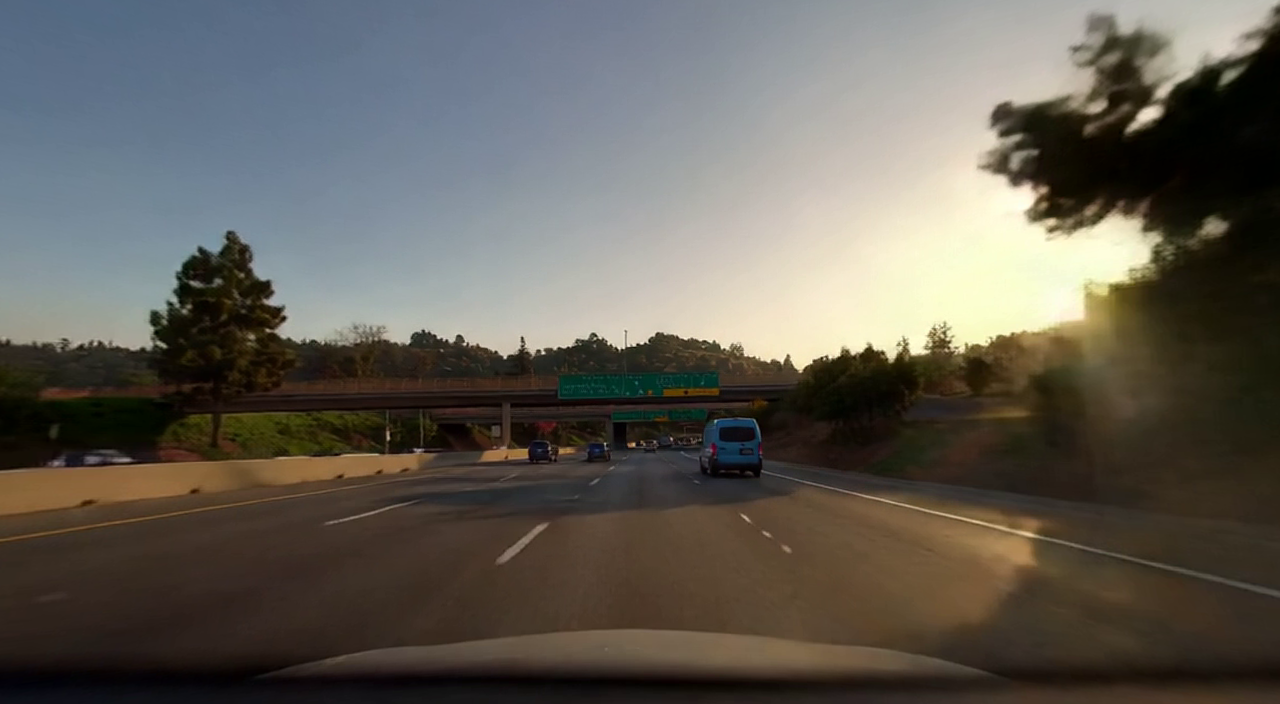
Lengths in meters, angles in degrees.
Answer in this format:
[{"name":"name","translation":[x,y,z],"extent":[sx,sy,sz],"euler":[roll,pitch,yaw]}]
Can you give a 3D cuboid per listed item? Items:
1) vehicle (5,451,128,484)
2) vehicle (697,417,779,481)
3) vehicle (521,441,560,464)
[{"name":"vehicle","translation":[-32.779,6.581,36.319],"extent":[1.984,1.711,5.368],"euler":[-1,-8,1]},{"name":"vehicle","translation":[3.764,3.881,25.356],"extent":[2.347,2.234,5.352],"euler":[0,-8,-1]},{"name":"vehicle","translation":[-7.306,7.418,46.770],"extent":[2.068,1.632,4.623],"euler":[-1,-8,1]}]
